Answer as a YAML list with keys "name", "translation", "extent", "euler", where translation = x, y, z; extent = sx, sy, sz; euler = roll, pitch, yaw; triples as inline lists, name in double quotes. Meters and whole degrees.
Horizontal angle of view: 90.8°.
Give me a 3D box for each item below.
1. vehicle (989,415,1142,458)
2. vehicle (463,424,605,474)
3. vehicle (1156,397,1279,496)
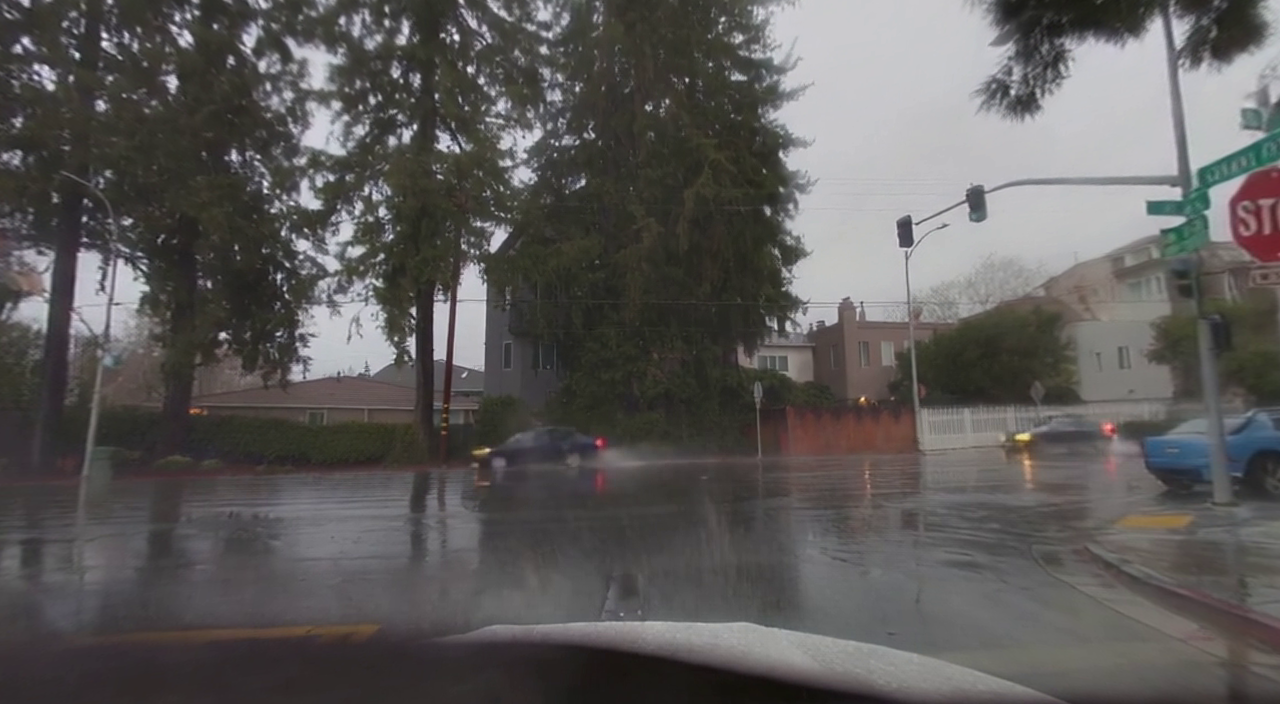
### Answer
- name: "vehicle"
  translation: [15.576, 3.121, 23.220]
  extent: [4.548, 1.469, 1.864]
  euler: [1, -8, -11]
- name: "vehicle"
  translation: [-3.465, 3.149, 20.588]
  extent: [4.296, 1.499, 1.814]
  euler: [3, -9, -19]
- name: "vehicle"
  translation: [12.802, 1.794, 12.130]
  extent: [4.208, 1.685, 2.014]
  euler: [1, -8, -8]
